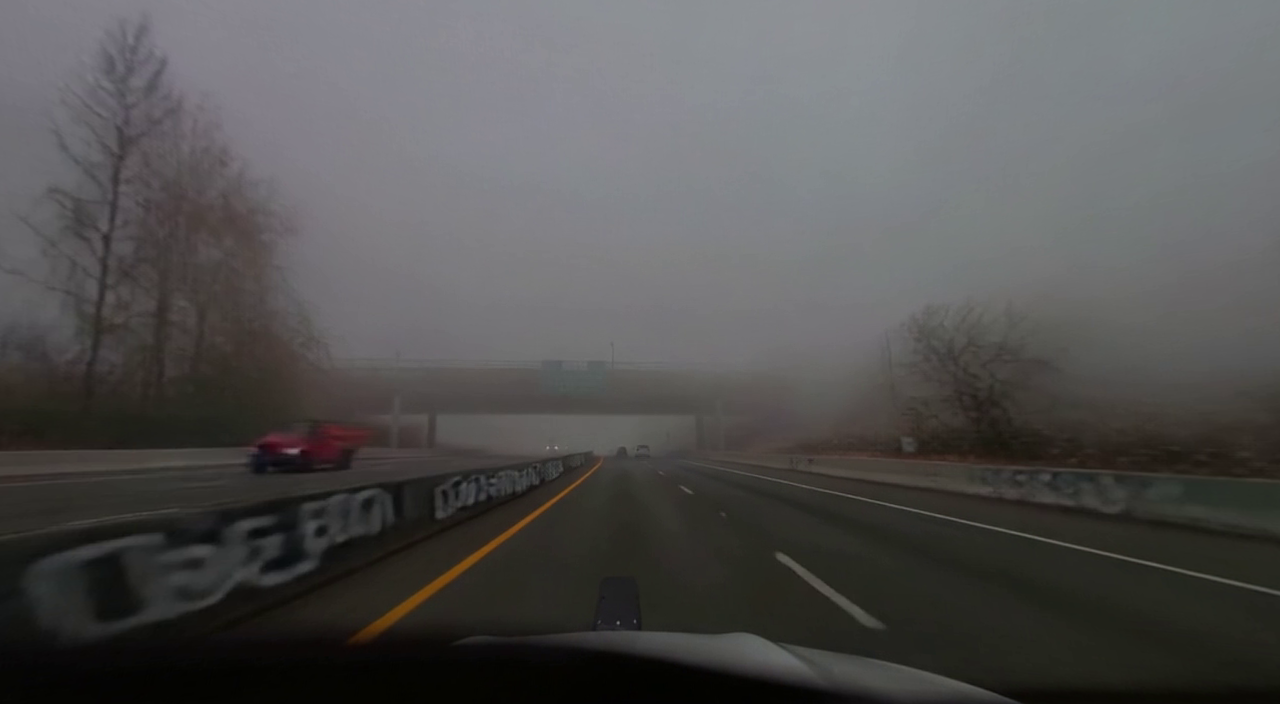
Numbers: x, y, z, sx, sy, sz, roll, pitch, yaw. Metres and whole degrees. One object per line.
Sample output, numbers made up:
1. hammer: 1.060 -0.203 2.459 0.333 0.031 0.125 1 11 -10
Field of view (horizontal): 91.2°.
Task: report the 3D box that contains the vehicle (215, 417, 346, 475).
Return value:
1. vehicle: -13.734 3.684 24.426 2.195 1.997 4.907 0 -9 -1
